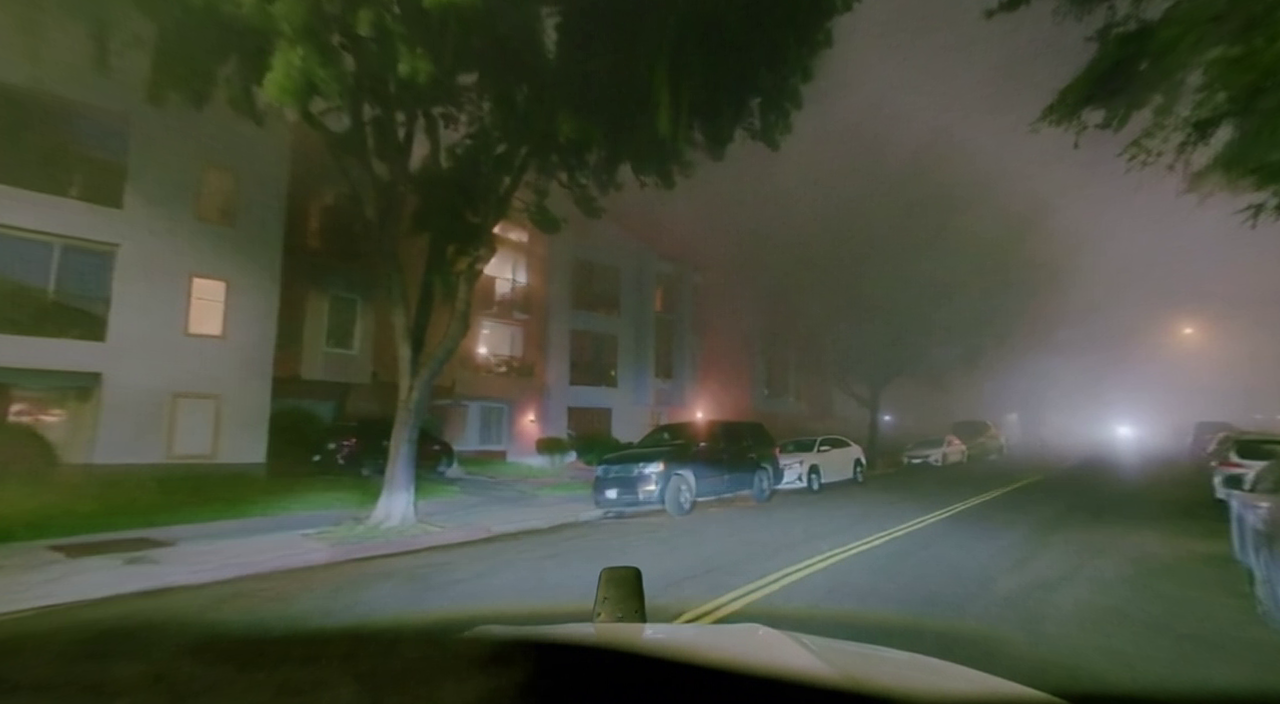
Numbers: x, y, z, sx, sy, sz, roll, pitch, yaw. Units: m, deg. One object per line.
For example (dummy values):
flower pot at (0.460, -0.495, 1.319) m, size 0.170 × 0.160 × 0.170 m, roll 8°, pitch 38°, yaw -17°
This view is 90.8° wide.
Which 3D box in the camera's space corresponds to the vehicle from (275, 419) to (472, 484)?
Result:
vehicle at (-6.760, 2.573, 16.713) m, size 1.812 × 1.458 × 4.714 m, roll -3°, pitch -8°, yaw 26°

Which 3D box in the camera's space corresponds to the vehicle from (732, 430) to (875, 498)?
vehicle at (4.471, 2.847, 16.768) m, size 1.902 × 1.478 × 4.696 m, roll -7°, pitch -9°, yaw 37°

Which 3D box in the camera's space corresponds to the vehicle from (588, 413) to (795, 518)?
vehicle at (1.236, 2.213, 12.964) m, size 1.946 × 1.744 × 4.584 m, roll -6°, pitch -10°, yaw 38°

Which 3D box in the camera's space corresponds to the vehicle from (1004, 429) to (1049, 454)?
vehicle at (25.387, 5.862, 41.403) m, size 1.939 × 1.513 × 4.401 m, roll -6°, pitch -10°, yaw 38°

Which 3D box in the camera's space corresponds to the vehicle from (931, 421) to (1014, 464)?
vehicle at (16.173, 4.326, 30.526) m, size 2.229 × 1.869 × 5.791 m, roll -8°, pitch -10°, yaw 39°

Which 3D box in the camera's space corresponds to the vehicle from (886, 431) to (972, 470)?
vehicle at (11.870, 3.972, 25.786) m, size 1.921 × 1.463 × 4.313 m, roll -7°, pitch -10°, yaw 41°
